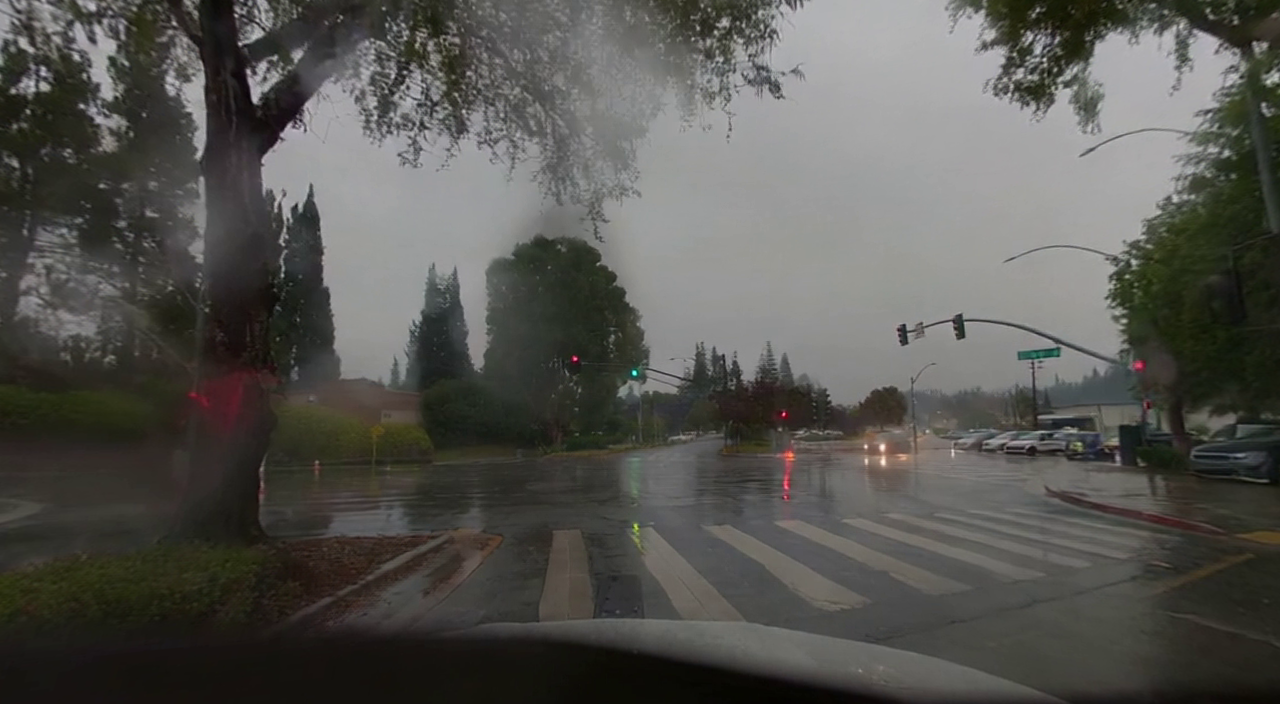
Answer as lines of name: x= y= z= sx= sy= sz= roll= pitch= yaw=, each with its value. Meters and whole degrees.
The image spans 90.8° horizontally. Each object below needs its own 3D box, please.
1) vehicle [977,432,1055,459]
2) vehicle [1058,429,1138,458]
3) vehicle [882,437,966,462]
vehicle: x=26.961 y=6.724 z=45.269 sx=5.032 sy=1.828 sz=2.183 roll=4 pitch=-9 yaw=-24
vehicle: x=36.094 y=7.194 z=49.731 sx=6.148 sy=2.119 sz=2.473 roll=4 pitch=-10 yaw=-28
vehicle: x=18.711 y=6.421 z=41.624 sx=5.234 sy=1.549 sz=1.982 roll=4 pitch=-9 yaw=-24
